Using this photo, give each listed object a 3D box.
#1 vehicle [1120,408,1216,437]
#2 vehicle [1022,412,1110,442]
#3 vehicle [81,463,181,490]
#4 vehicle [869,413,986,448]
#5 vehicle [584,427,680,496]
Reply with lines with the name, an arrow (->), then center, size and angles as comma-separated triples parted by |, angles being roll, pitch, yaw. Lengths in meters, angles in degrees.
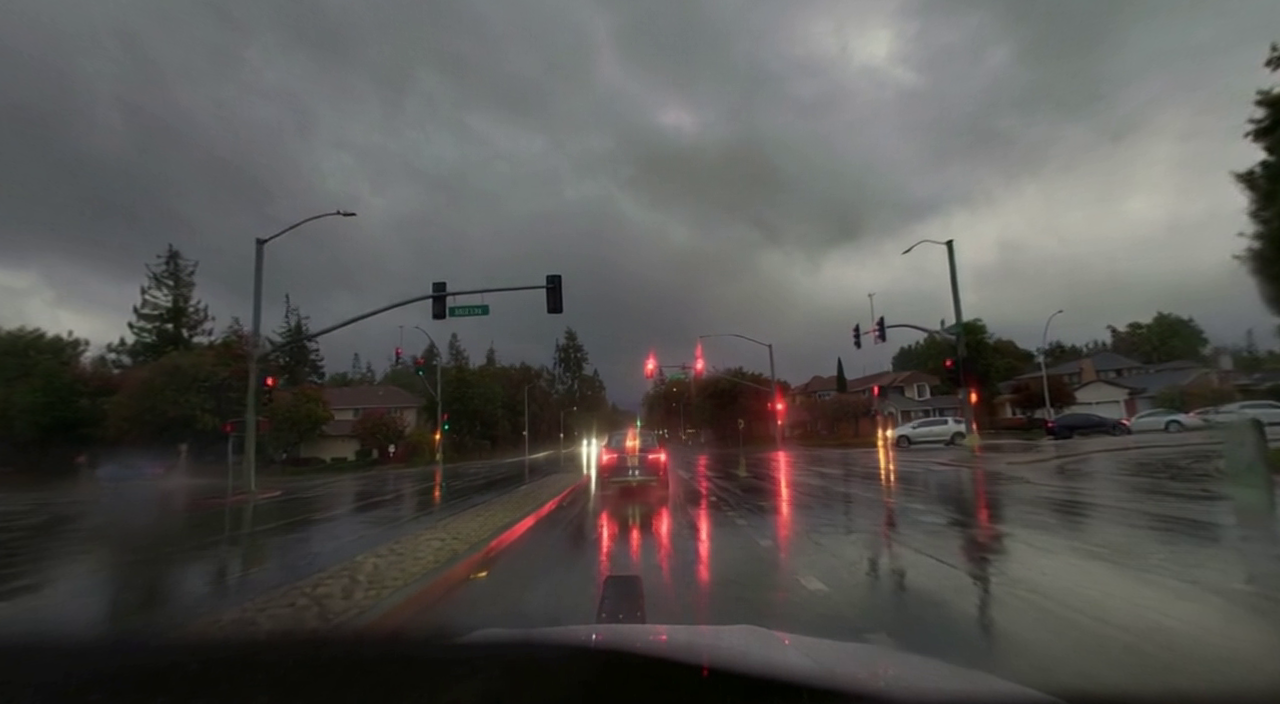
vehicle -> 35.916, 4.806, 43.068 | 4.735, 1.784, 2.094 | 1, -7, -3
vehicle -> 28.655, 5.095, 42.611 | 4.557, 1.899, 1.996 | 1, -8, -5
vehicle -> -35.918, 8.764, 44.688 | 5.009, 1.739, 2.092 | 1, -8, -6
vehicle -> 17.932, 4.924, 39.677 | 6.025, 2.000, 2.876 | 1, -7, -2
vehicle -> -0.083, 2.887, 17.055 | 2.074, 1.570, 3.647 | 0, -8, 7
